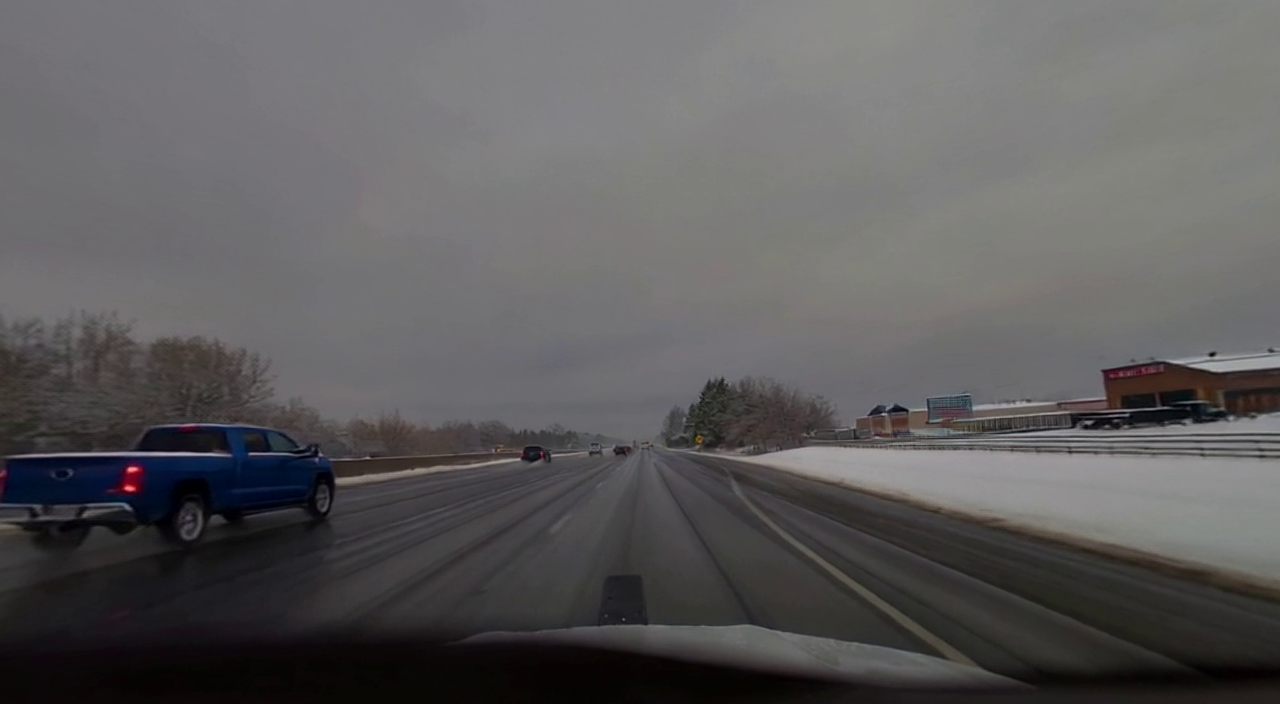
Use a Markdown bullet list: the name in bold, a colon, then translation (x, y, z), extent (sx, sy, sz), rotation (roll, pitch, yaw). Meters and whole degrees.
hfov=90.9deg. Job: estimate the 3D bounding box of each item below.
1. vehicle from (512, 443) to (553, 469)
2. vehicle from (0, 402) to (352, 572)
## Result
- **vehicle**: translation (-7.338, 7.143, 43.575), extent (2.021, 1.699, 4.324), rotation (0, -8, 1)
- **vehicle**: translation (-7.169, 1.960, 10.195), extent (2.156, 1.911, 5.956), rotation (0, -8, 0)
